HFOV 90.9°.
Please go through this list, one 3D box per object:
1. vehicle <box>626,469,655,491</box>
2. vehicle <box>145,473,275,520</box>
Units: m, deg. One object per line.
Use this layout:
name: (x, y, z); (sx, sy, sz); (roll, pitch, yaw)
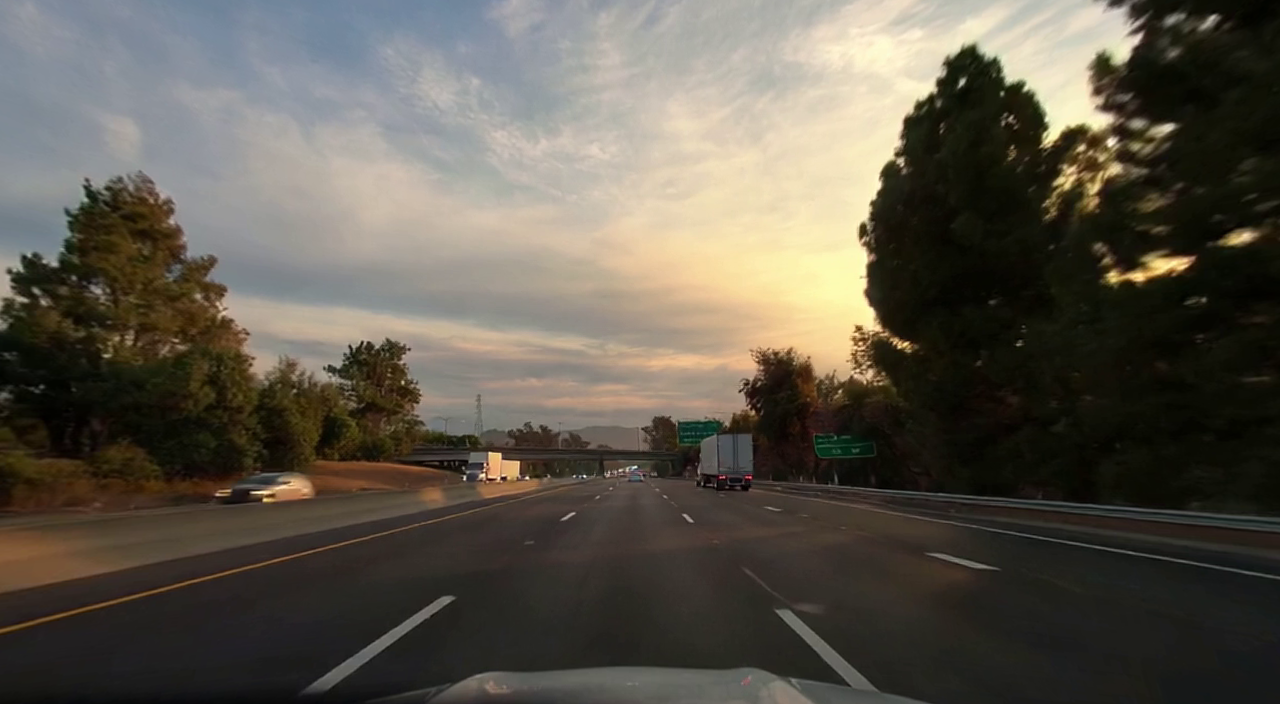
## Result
vehicle: (0.026, 9.300, 45.847); (2.029, 1.459, 3.684); (1, -10, 0)
vehicle: (-14.968, 5.021, 22.230); (1.832, 1.439, 3.822); (1, -11, 0)
